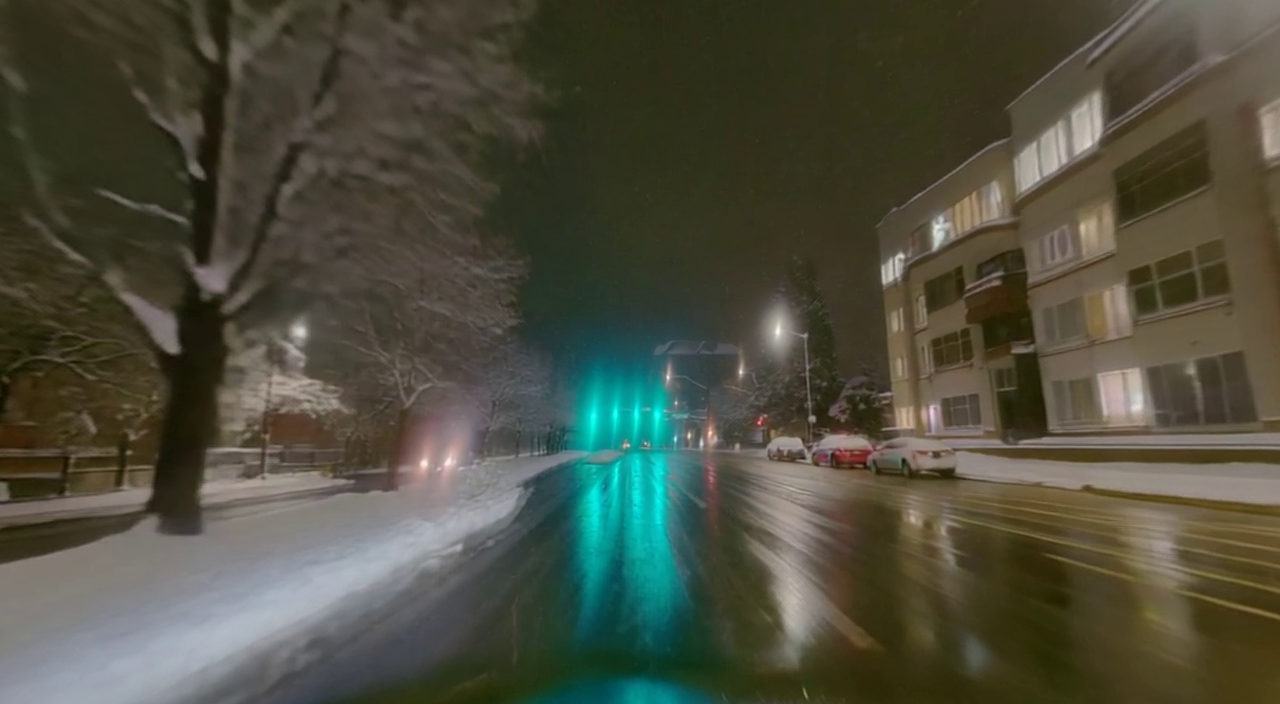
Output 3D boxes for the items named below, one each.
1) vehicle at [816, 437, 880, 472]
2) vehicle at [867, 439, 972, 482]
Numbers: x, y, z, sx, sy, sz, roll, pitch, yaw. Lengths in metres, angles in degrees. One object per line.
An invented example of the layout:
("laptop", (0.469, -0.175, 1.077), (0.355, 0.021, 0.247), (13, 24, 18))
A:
("vehicle", (10.471, 5.186, 32.050), (1.889, 1.631, 4.021), (0, -9, 0))
("vehicle", (10.369, 4.041, 23.877), (1.956, 1.462, 4.306), (0, -8, -1))
